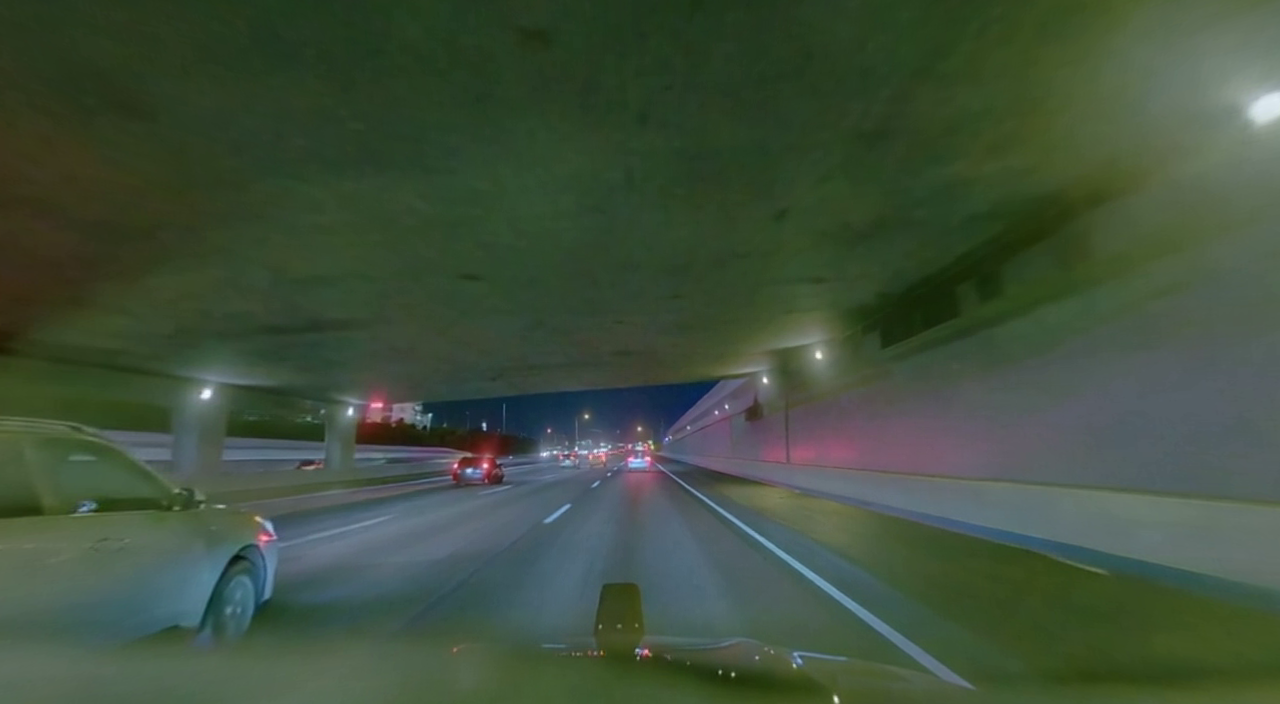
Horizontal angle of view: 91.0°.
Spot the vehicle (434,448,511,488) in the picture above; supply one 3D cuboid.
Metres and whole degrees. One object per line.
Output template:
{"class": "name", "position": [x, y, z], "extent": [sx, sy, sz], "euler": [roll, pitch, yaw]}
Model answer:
{"class": "vehicle", "position": [-7.215, 5.030, 27.713], "extent": [1.998, 1.542, 4.953], "euler": [0, -9, 1]}

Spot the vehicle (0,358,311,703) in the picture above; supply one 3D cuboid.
{"class": "vehicle", "position": [-3.762, 0.929, 2.866], "extent": [2.059, 1.725, 4.521], "euler": [0, -9, 0]}
